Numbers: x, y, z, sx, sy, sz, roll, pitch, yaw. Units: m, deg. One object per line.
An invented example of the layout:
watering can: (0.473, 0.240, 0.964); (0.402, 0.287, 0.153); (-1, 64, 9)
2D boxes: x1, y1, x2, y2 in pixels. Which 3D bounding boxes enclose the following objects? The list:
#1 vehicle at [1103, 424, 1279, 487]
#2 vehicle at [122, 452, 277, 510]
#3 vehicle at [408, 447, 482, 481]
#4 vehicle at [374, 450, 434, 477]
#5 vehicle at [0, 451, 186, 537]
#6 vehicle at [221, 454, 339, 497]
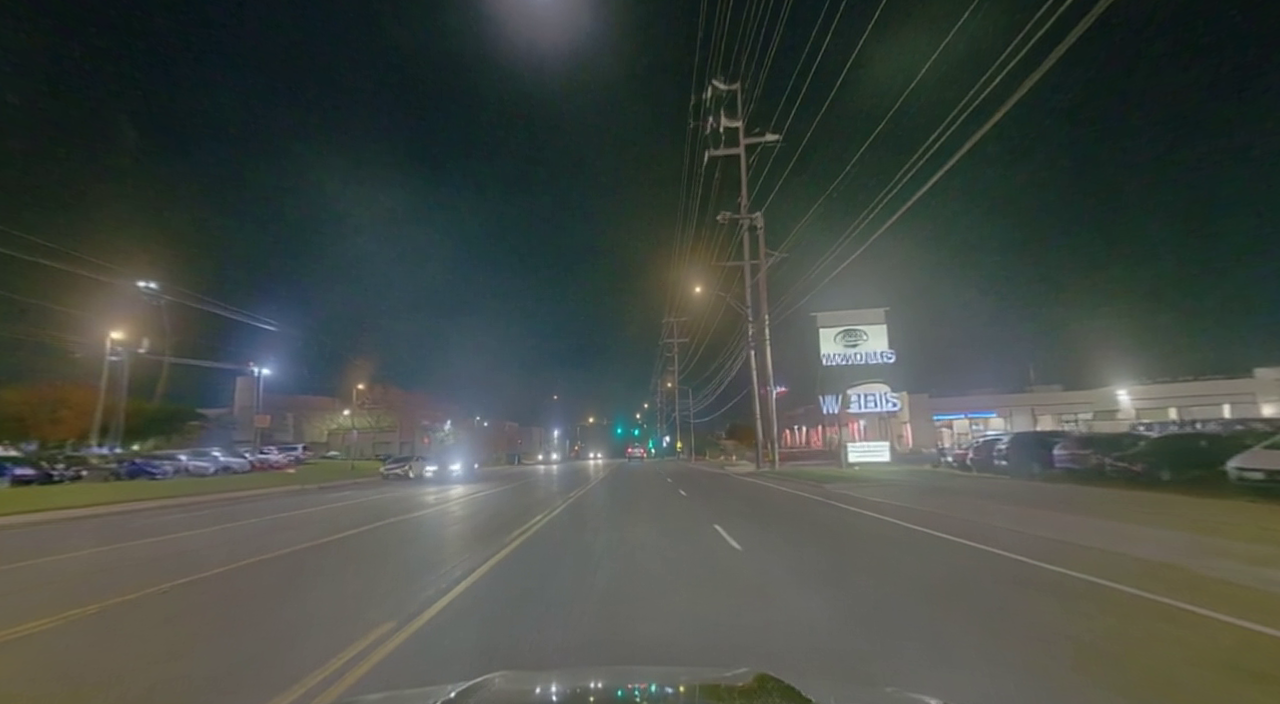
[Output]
vehicle: (14.627, 2.557, 15.784); (4.524, 1.454, 1.983); (0, -8, -1)
vehicle: (-13.882, 4.034, 20.304); (1.891, 1.565, 4.315); (1, -8, -1)
vehicle: (-9.188, 5.274, 30.192); (1.988, 1.472, 4.633); (0, -8, 1)
vehicle: (-14.905, 7.069, 40.251); (1.954, 1.519, 5.051); (-1, -8, -1)
vehicle: (-13.752, 3.281, 15.188); (1.793, 1.534, 5.400); (-2, -7, -1)
vehicle: (-14.446, 4.956, 25.774); (1.927, 1.427, 5.198); (1, -8, -3)
